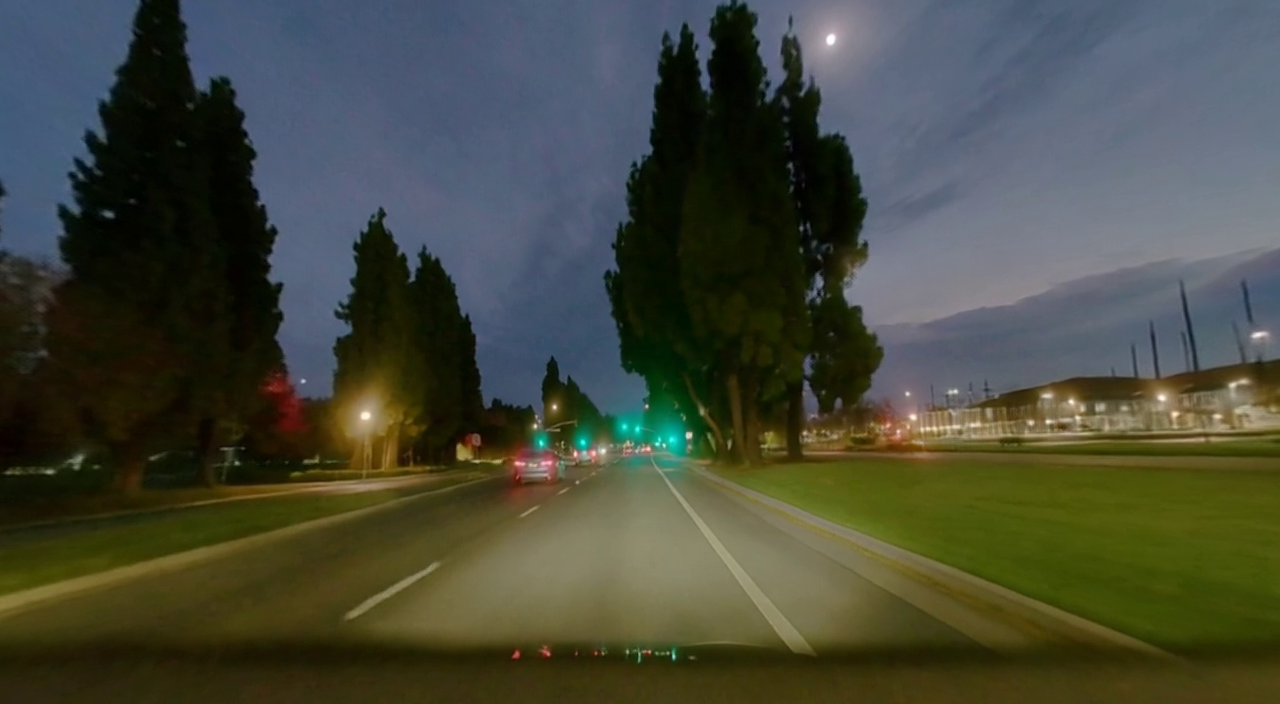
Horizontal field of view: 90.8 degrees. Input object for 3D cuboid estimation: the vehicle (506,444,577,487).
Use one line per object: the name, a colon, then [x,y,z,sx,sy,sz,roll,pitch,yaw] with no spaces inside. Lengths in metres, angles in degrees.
vehicle: [-3.583,4.197,23.734,1.932,1.431,4.144,0,-8,1]
